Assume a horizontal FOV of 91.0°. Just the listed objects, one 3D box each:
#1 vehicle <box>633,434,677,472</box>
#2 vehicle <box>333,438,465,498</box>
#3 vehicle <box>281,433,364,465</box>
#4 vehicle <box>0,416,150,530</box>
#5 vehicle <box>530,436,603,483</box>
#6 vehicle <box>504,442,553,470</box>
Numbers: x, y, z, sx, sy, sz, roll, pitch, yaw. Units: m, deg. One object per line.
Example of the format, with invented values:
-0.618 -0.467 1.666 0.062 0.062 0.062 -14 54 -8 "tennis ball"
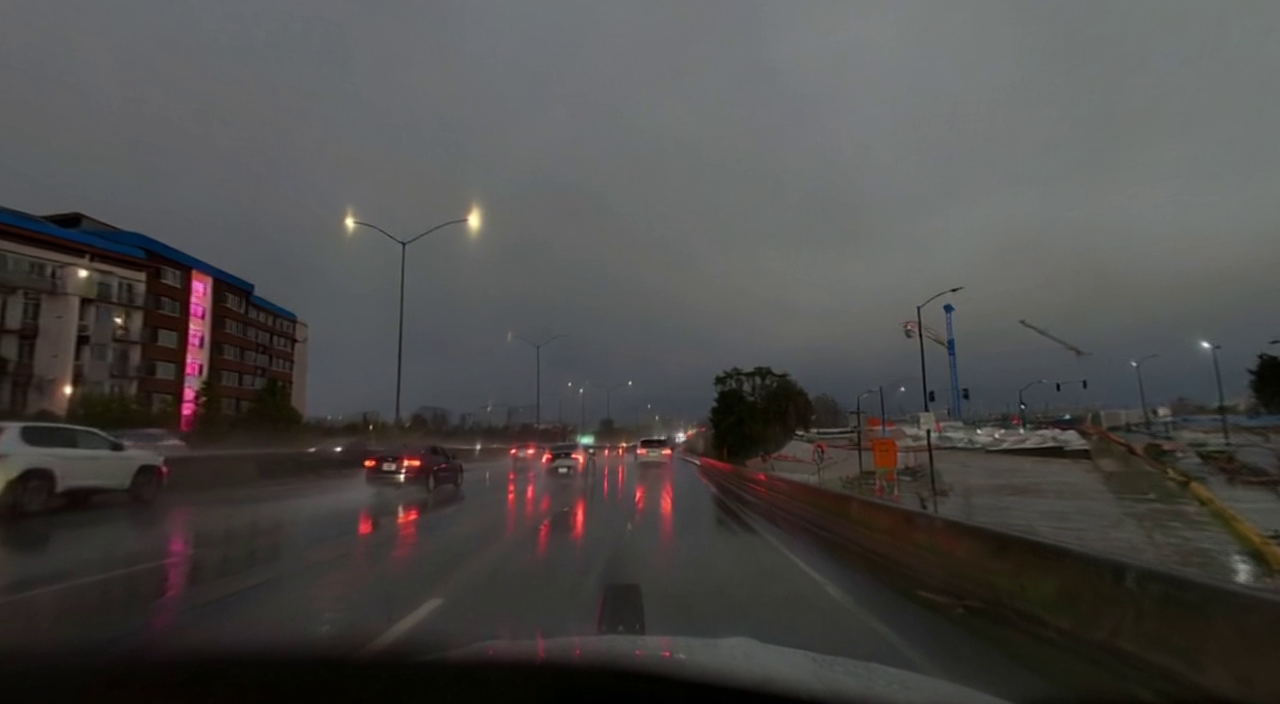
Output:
0.756 5.171 32.393 2.116 1.763 4.352 0 -8 1 "vehicle"
-6.821 3.314 18.428 1.959 1.486 4.460 0 -8 2 "vehicle"
-18.727 5.759 37.492 1.983 1.701 5.236 0 -8 3 "vehicle"
-10.310 1.832 9.715 1.934 1.649 4.338 0 -8 0 "vehicle"
-2.754 4.154 24.644 2.109 1.657 4.554 0 -8 3 "vehicle"
-6.371 5.978 36.404 1.931 1.505 4.386 0 -8 1 "vehicle"
